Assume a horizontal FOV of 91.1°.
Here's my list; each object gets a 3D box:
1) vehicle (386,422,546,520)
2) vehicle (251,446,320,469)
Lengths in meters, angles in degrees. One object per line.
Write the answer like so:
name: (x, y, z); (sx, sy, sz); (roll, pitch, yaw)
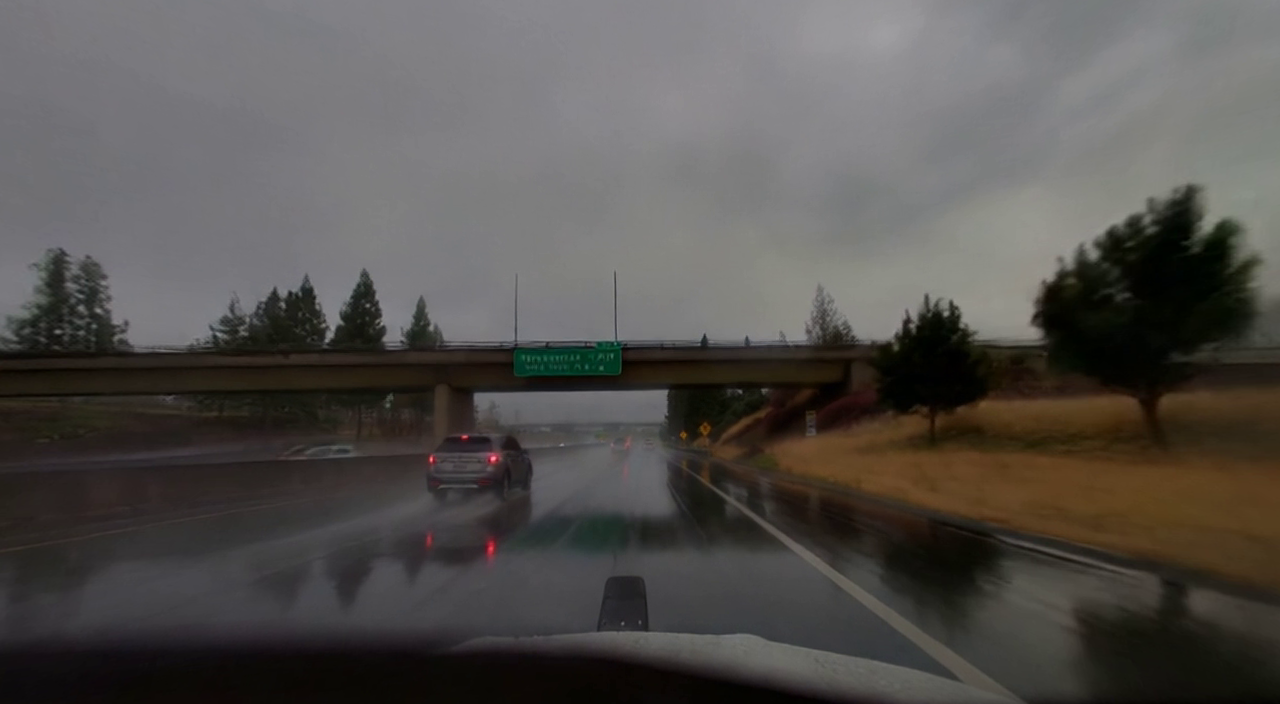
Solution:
vehicle: (-3.385, 2.411, 13.231); (2.048, 1.705, 4.384); (0, -8, 1)
vehicle: (-22.877, 6.803, 40.711); (1.840, 1.425, 4.316); (0, -8, 1)
